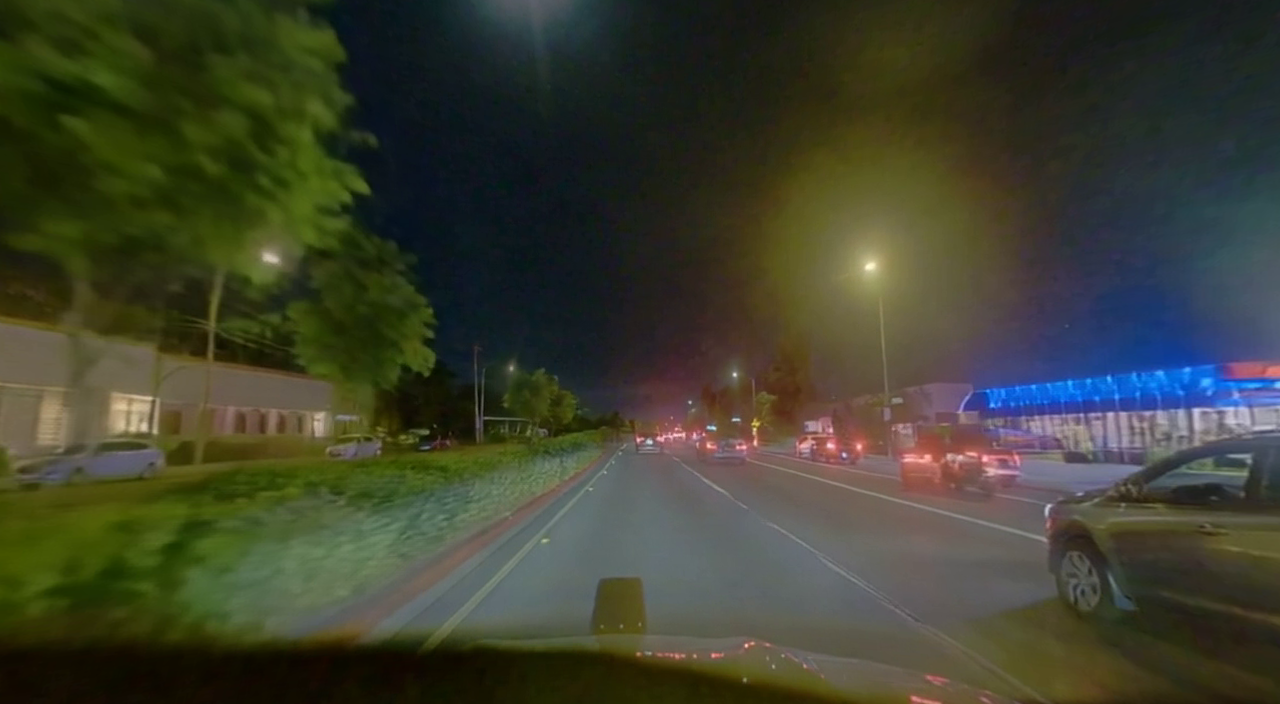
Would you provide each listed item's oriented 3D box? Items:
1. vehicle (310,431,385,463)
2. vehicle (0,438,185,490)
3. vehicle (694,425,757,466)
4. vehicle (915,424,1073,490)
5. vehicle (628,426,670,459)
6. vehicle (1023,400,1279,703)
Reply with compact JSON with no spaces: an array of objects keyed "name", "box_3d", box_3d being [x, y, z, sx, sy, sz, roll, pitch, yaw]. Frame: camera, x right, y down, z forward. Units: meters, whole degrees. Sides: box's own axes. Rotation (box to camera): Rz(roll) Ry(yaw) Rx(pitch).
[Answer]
[{"name":"vehicle","box_3d":[-18.994,6.166,41.066,2.488,1.752,4.991,-2,-6,1]},{"name":"vehicle","box_3d":[-18.821,3.759,21.660,2.034,1.532,5.548,0,-8,1]},{"name":"vehicle","box_3d":[3.708,4.137,27.897,2.115,1.692,4.189,0,-8,-1]},{"name":"vehicle","box_3d":[10.387,3.121,18.924,2.123,1.726,4.520,0,-8,0]},{"name":"vehicle","box_3d":[0.424,4.850,33.607,2.098,1.682,3.778,0,-8,-1]},{"name":"vehicle","box_3d":[3.914,0.904,2.490,1.908,1.463,4.506,0,-8,-1]}]
